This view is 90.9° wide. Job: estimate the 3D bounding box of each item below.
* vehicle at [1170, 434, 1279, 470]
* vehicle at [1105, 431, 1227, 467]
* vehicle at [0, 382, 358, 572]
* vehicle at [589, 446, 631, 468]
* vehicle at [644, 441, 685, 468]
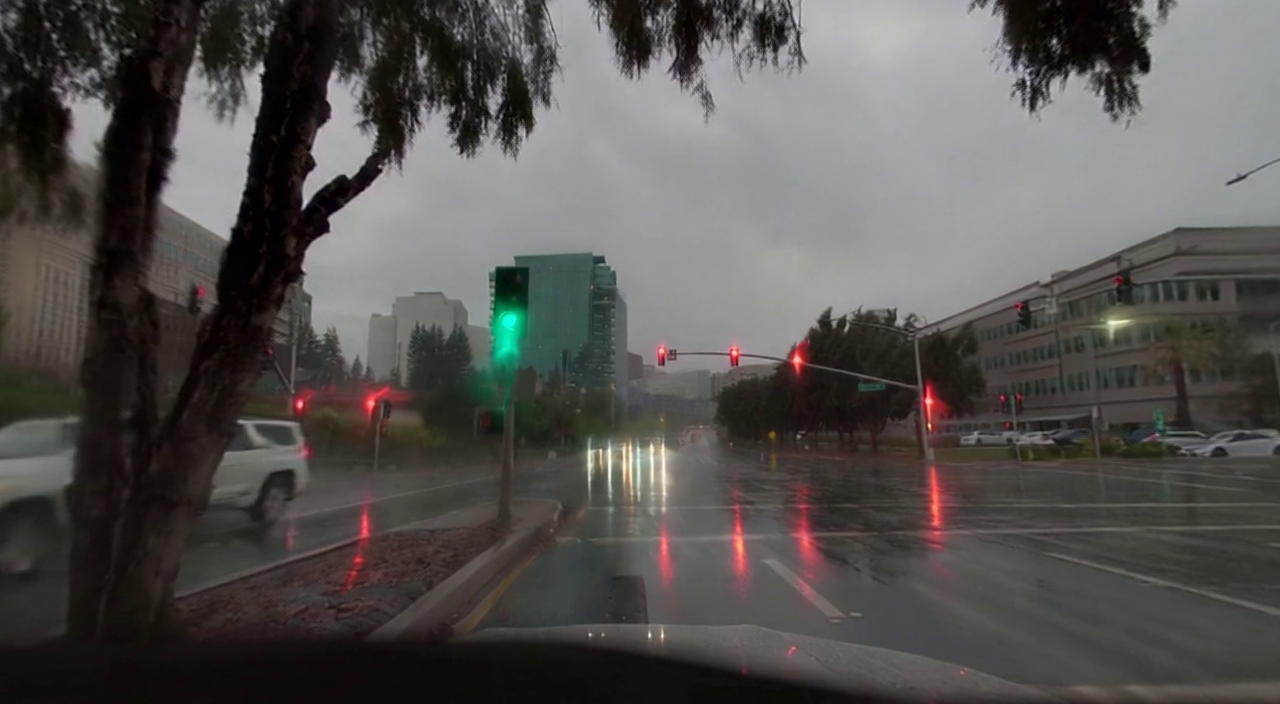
[{"bbox_3d":[26.267,4.353,27.683,4.644,1.470,1.922,1,-8,-10],"label":"vehicle"},{"bbox_3d":[25.909,4.771,31.135,4.441,1.674,2.035,1,-8,-8],"label":"vehicle"},{"bbox_3d":[-8.895,2.138,11.920,2.775,2.246,9.043,0,-8,2],"label":"vehicle"},{"bbox_3d":[-2.070,7.481,45.263,2.076,1.476,3.873,-2,-8,12],"label":"vehicle"},{"bbox_3d":[1.711,6.964,42.993,2.197,1.739,4.177,-2,-8,10],"label":"vehicle"}]
